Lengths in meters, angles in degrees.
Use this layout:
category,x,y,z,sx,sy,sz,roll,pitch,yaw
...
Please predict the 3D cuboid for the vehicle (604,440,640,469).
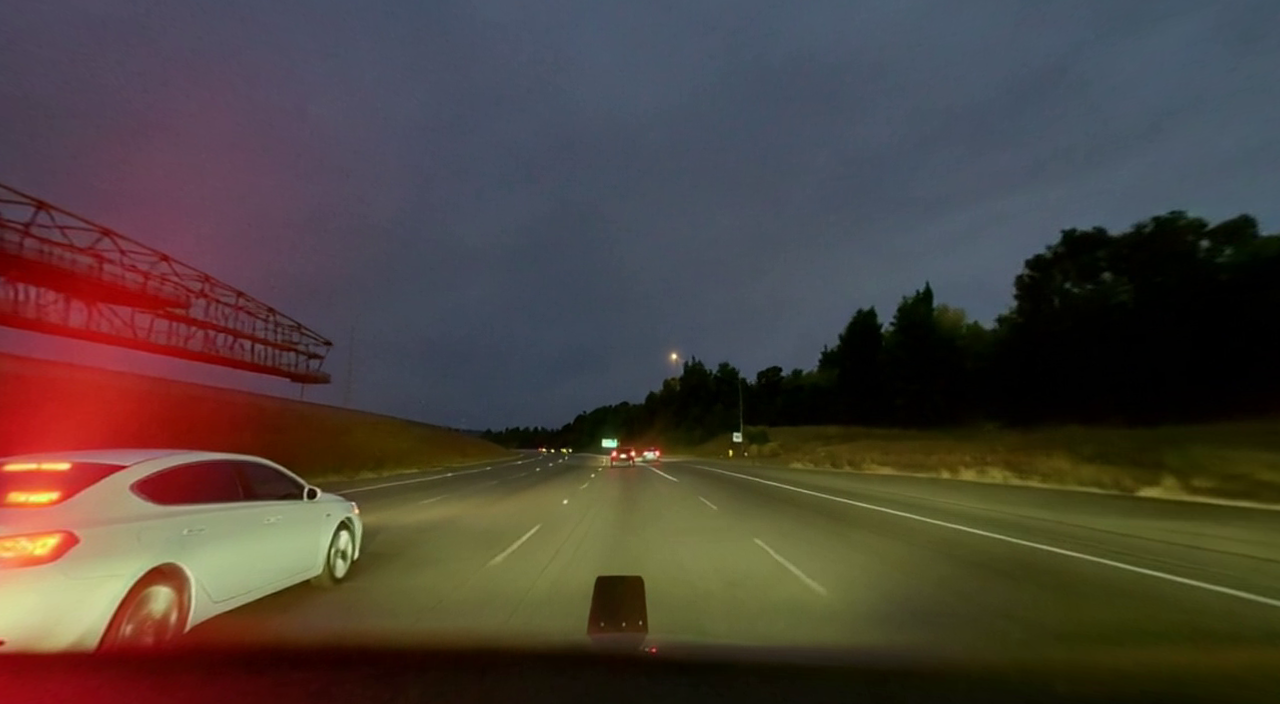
category,x,y,z,sx,sy,sz,roll,pitch,yaw
vehicle,-1.296,6.923,42.709,2.328,1.805,4.502,0,-8,-3
